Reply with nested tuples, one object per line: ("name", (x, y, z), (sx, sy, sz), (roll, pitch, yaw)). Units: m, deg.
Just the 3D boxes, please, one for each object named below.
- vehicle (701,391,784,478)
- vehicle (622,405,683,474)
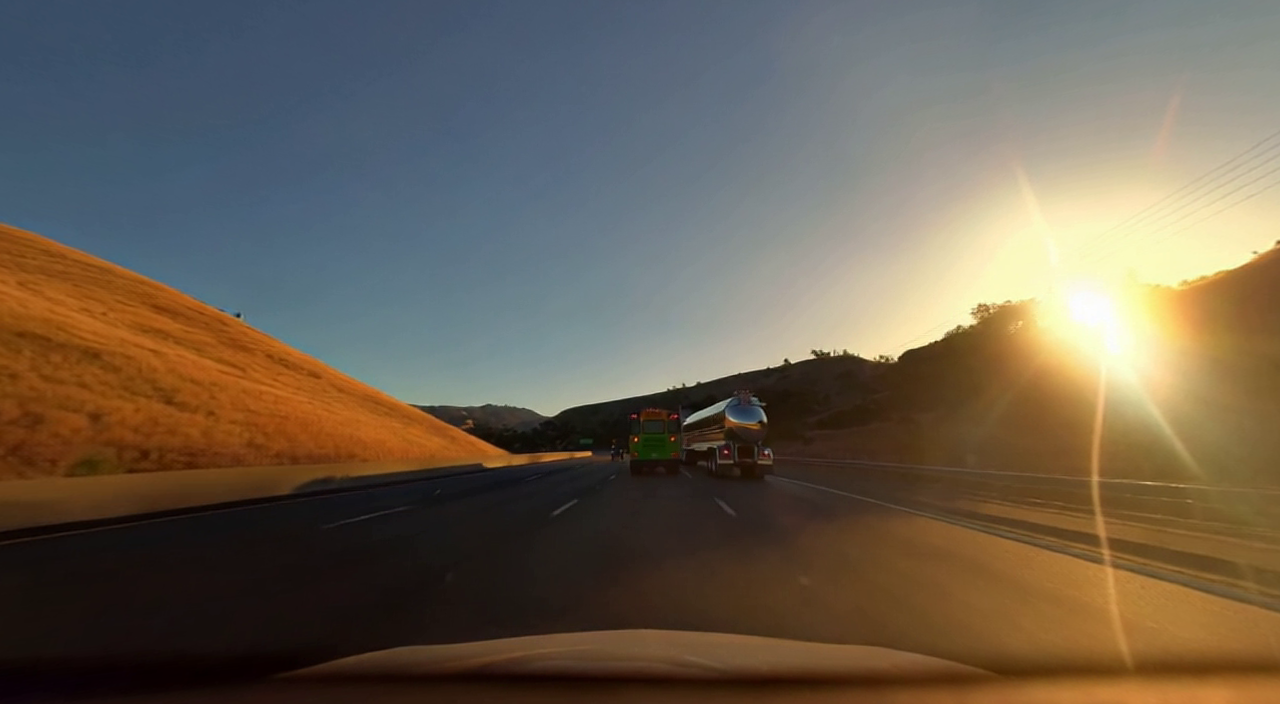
("vehicle", (4.717, 4.013, 30.503), (2.716, 3.705, 7.018), (0, -8, 0))
("vehicle", (0.710, 4.970, 35.583), (2.948, 3.265, 10.569), (0, -8, 1))
